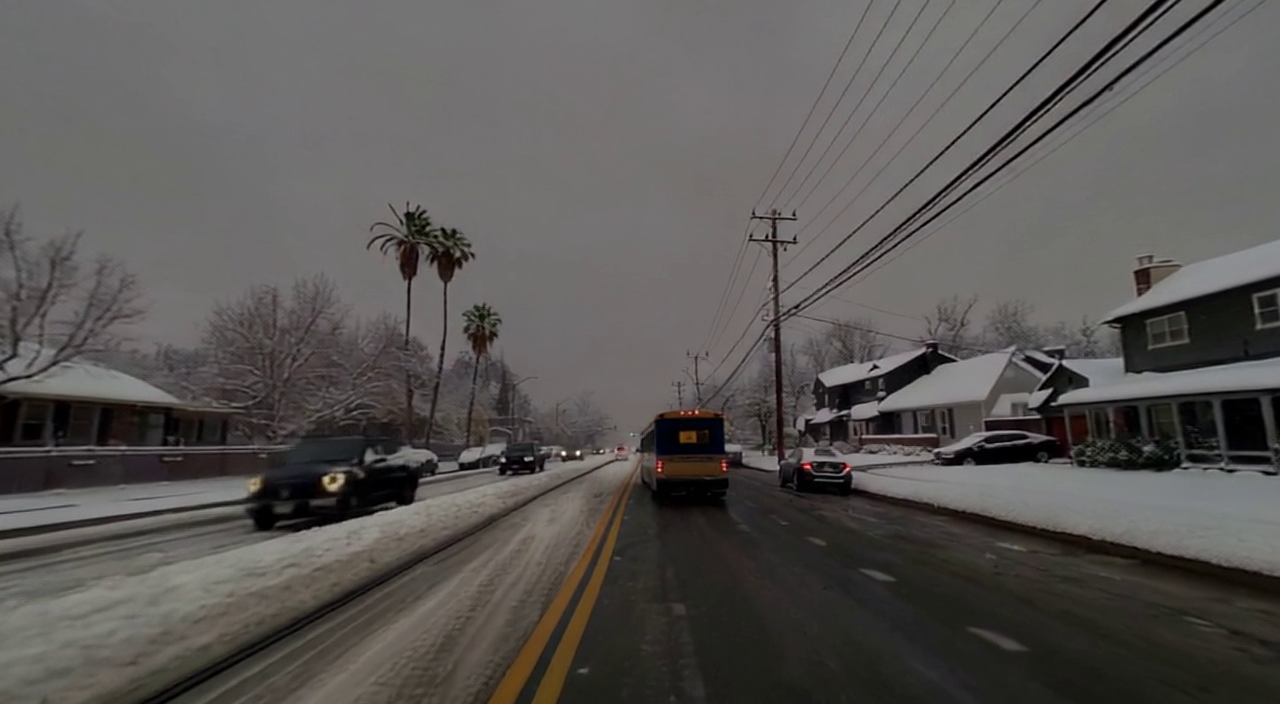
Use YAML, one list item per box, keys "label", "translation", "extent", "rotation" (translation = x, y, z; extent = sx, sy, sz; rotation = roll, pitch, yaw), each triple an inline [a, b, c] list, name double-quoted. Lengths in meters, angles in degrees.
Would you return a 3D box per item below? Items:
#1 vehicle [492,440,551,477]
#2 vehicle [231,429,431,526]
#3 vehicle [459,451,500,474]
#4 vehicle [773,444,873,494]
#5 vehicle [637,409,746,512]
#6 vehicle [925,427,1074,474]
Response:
- label: "vehicle"
  translation: [-5.684, 5.157, 30.688]
  extent: [1.965, 1.653, 4.251]
  rotation: [0, -8, 1]
- label: "vehicle"
  translation: [-6.219, 2.557, 13.421]
  extent: [1.948, 1.706, 4.407]
  rotation: [0, -8, 1]
- label: "vehicle"
  translation: [-11.423, 7.848, 44.965]
  extent: [1.841, 1.356, 3.938]
  rotation: [-6, -8, -1]
- label: "vehicle"
  translation: [5.840, 3.776, 20.746]
  extent: [2.022, 1.456, 4.246]
  rotation: [0, -8, 0]
- label: "vehicle"
  translation: [1.030, 2.501, 14.920]
  extent: [2.168, 2.040, 4.527]
  rotation: [0, -8, 0]
- label: "vehicle"
  translation: [14.920, 4.095, 26.414]
  extent: [4.749, 1.699, 2.311]
  rotation: [-2, -7, 2]
